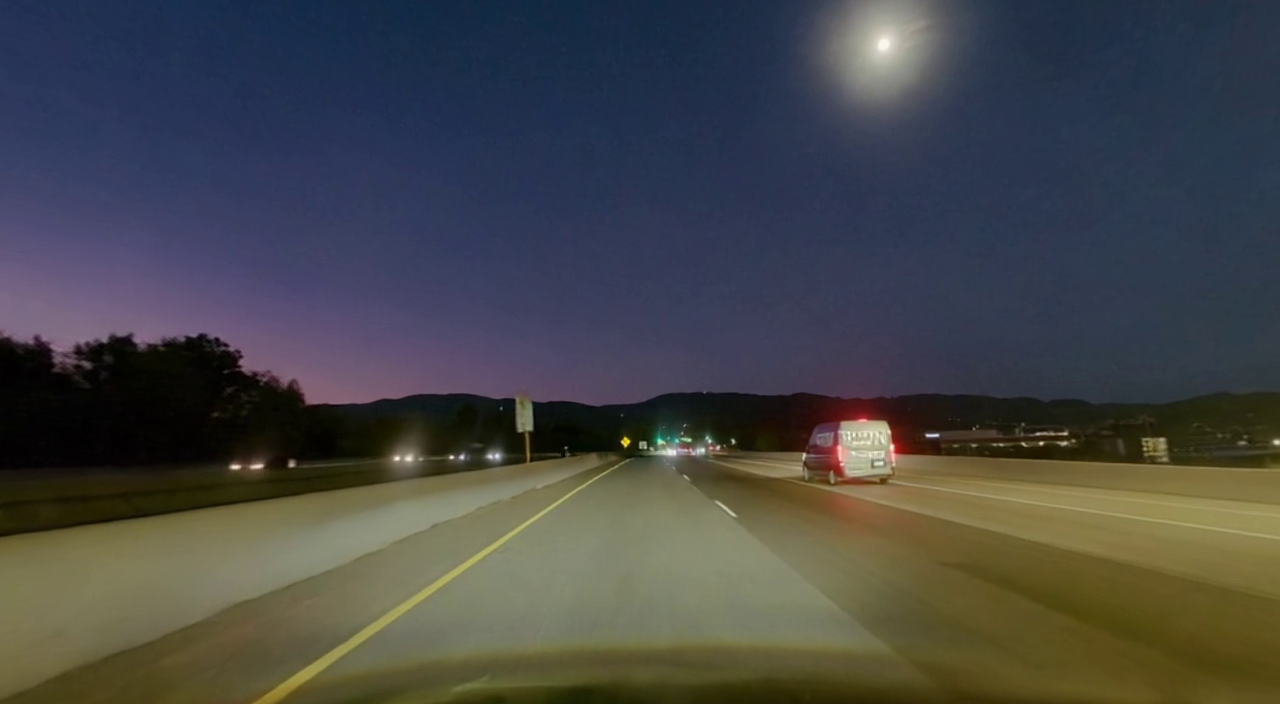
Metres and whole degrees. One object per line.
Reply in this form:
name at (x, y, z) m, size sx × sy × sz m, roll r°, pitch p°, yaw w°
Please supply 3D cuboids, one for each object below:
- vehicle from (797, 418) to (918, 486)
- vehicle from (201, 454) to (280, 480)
vehicle at (7.422, 3.491, 22.332) m, size 2.275 × 2.059 × 5.543 m, roll 0°, pitch -8°, yaw 0°
vehicle at (-25.051, 7.183, 39.741) m, size 1.872 × 1.450 × 4.701 m, roll 0°, pitch -8°, yaw 0°
